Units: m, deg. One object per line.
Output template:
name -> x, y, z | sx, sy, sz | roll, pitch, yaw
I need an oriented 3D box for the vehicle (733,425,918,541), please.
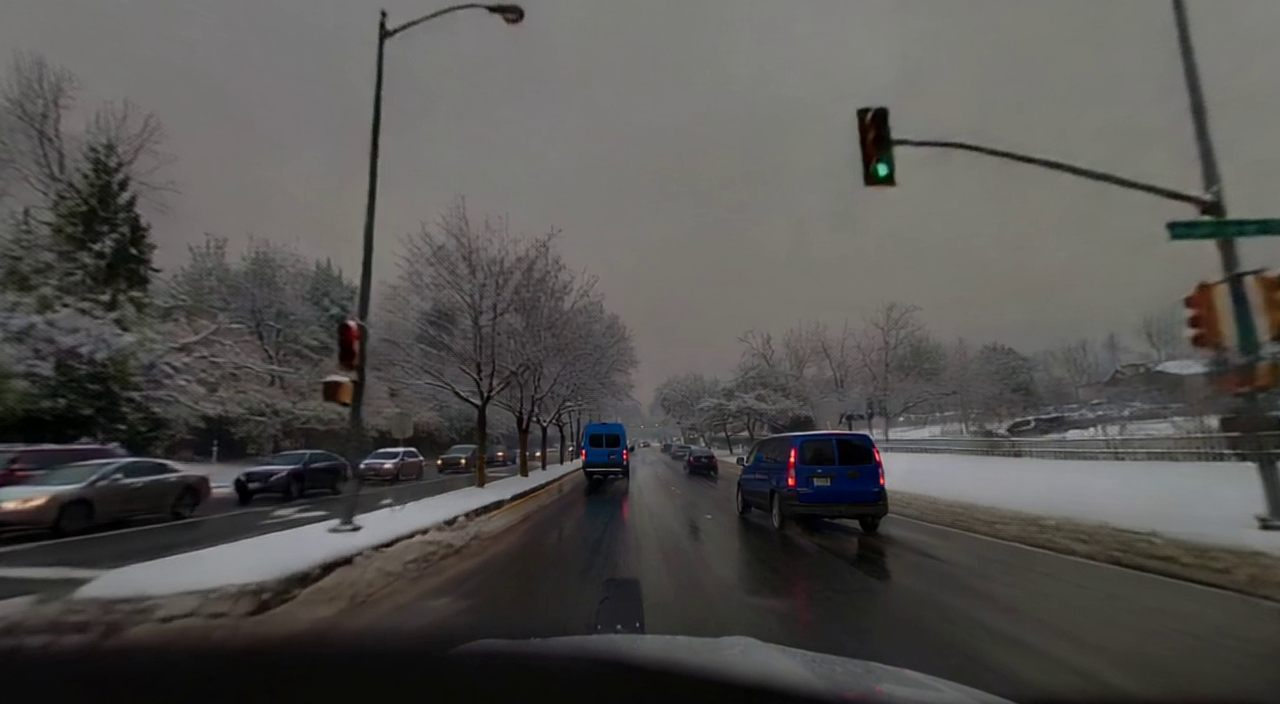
vehicle -> 3.031, 2.230, 11.364 | 1.965, 1.671, 4.146 | 0, -9, -1

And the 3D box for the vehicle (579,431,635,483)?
vehicle -> -1.359, 4.584, 27.795 | 2.228, 2.054, 4.309 | 0, -9, 0

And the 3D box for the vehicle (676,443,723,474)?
vehicle -> 3.414, 6.200, 36.993 | 2.248, 1.692, 4.252 | 0, -9, -1

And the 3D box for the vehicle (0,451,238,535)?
vehicle -> -11.331, 2.947, 13.889 | 2.128, 1.496, 4.432 | 0, -9, -2

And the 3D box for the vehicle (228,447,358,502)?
vehicle -> -11.279, 3.954, 20.921 | 1.956, 1.625, 4.123 | 0, -9, 0

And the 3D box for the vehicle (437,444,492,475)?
vehicle -> -11.136, 6.810, 40.370 | 2.091, 1.806, 4.859 | 0, -9, 0

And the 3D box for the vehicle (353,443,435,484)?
vehicle -> -10.996, 4.977, 28.566 | 1.988, 1.689, 4.047 | 0, -9, 1
